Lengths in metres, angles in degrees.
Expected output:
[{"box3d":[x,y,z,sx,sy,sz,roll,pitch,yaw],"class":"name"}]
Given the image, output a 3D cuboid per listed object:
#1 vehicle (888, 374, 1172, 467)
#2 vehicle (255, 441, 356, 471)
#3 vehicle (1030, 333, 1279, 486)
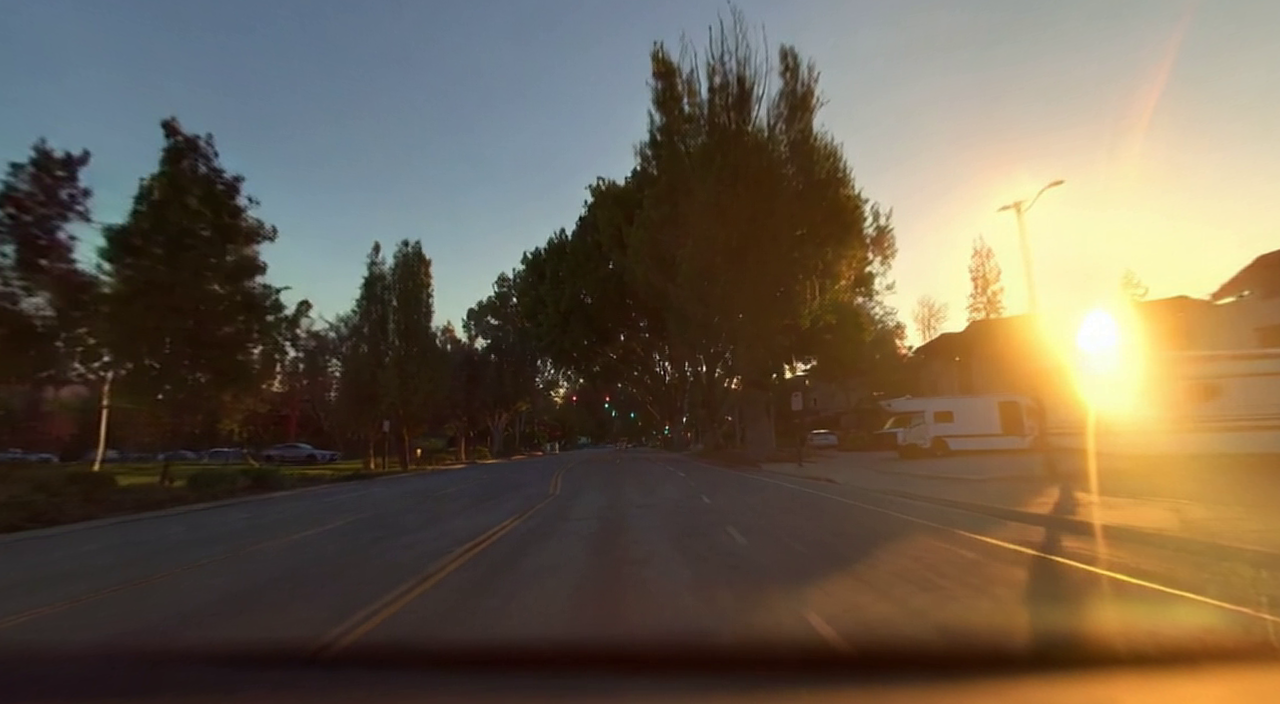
[{"box3d":[15.699,2.823,25.933,9.549,3.068,3.049,-3,-7,-3],"class":"vehicle"},{"box3d":[-24.798,7.707,47.010,6.218,2.056,2.324,-1,-5,1],"class":"vehicle"},{"box3d":[15.655,1.479,16.202,9.450,3.499,2.789,0,-8,-3],"class":"vehicle"}]
